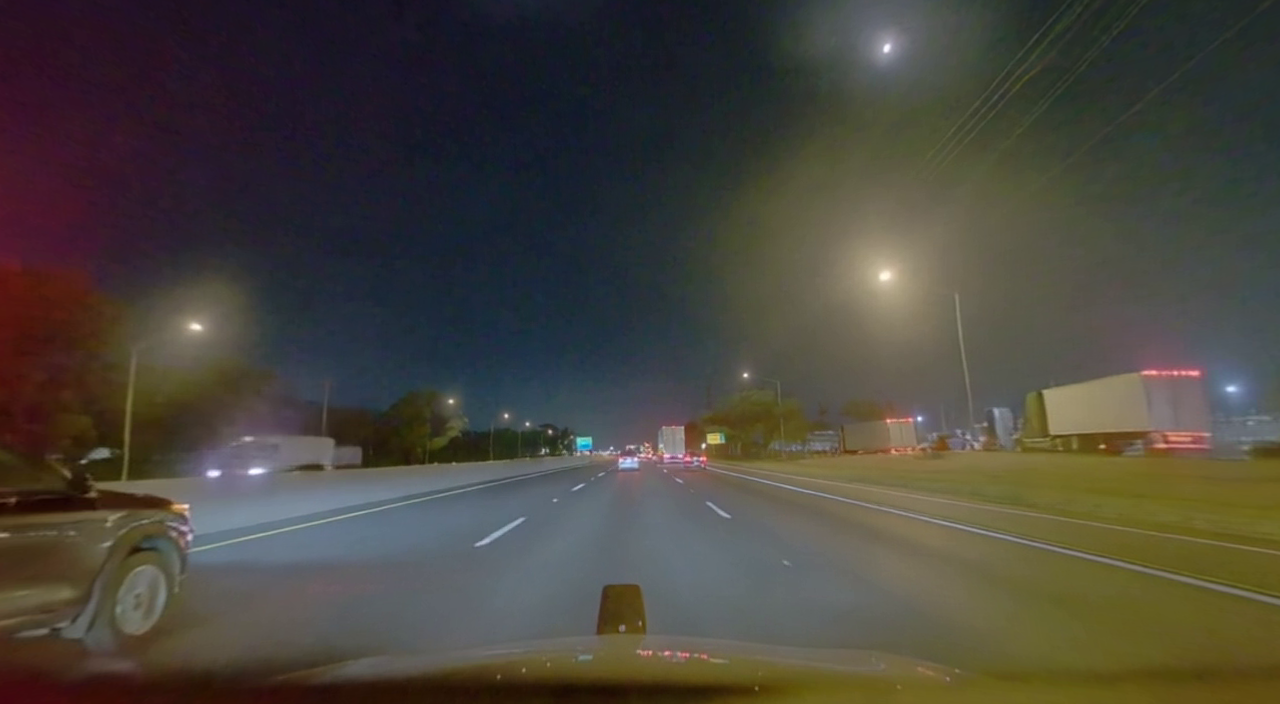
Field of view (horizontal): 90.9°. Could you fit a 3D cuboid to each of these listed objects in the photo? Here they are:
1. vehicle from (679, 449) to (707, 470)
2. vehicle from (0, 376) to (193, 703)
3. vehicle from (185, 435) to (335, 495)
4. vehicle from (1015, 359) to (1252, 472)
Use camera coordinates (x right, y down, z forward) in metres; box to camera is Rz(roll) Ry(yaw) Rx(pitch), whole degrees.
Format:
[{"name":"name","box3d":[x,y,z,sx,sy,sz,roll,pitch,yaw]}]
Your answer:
[{"name":"vehicle","box3d":[3.997,8.129,47.839,1.779,1.512,3.517,0,-9,0]},{"name":"vehicle","box3d":[-4.198,0.821,2.077,2.018,1.710,4.649,0,-9,0]},{"name":"vehicle","box3d":[-12.491,3.754,21.208,2.097,1.747,4.775,0,-9,-1]},{"name":"vehicle","box3d":[22.786,3.274,30.398,2.948,4.403,10.315,-3,-9,1]}]
